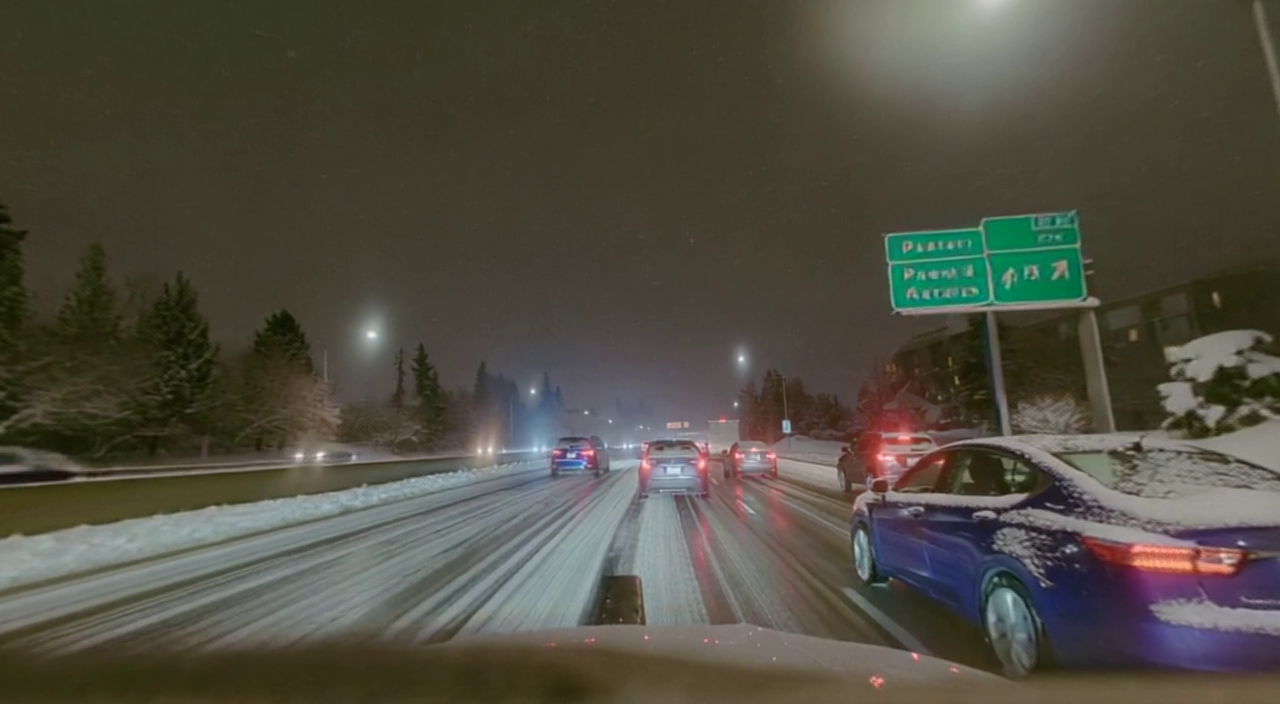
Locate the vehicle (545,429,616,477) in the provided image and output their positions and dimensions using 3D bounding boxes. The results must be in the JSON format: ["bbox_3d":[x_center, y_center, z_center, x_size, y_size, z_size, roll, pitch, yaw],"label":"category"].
[{"bbox_3d":[-2.546,4.561,28.551,2.434,1.965,5.305,0,-9,3],"label":"vehicle"}]

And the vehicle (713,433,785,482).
[{"bbox_3d":[4.061,4.028,24.166,2.076,1.684,4.241,0,-9,1],"label":"vehicle"}]

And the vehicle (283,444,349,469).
[{"bbox_3d":[-21.805,7.054,42.565,1.886,1.571,4.375,-1,-9,4],"label":"vehicle"}]

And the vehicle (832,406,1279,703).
[{"bbox_3d":[3.188,1.319,4.853,2.009,1.489,4.559,0,-9,0],"label":"vehicle"}]

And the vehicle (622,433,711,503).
[{"bbox_3d":[0.679,3.000,16.638,2.074,1.614,3.803,0,-9,2],"label":"vehicle"}]
